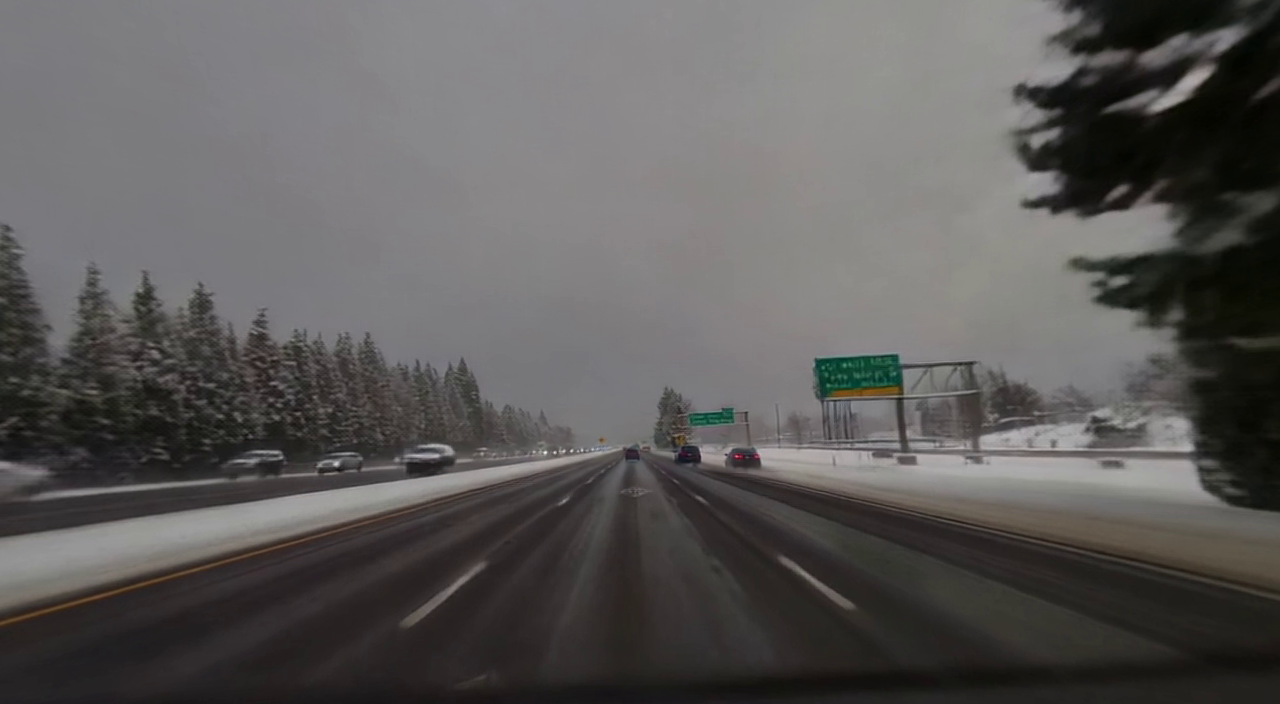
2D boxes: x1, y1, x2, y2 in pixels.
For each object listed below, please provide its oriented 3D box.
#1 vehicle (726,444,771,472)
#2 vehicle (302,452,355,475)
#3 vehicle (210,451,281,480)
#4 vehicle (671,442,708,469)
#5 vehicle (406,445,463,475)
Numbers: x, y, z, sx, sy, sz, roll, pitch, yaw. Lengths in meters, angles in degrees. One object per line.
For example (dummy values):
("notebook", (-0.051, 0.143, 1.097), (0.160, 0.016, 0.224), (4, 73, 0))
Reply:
("vehicle", (6.721, 6.582, 39.461), (1.902, 1.623, 4.360), (0, -8, -2))
("vehicle", (-23.973, 8.592, 48.627), (1.844, 1.634, 4.487), (0, -8, 0))
("vehicle", (-27.862, 8.004, 44.662), (1.972, 1.874, 4.694), (0, -8, -1))
("vehicle", (3.193, 6.818, 41.556), (2.035, 1.704, 3.867), (0, -8, -2))
("vehicle", (-12.804, 6.728, 39.544), (2.032, 1.779, 4.704), (0, -8, 0))
